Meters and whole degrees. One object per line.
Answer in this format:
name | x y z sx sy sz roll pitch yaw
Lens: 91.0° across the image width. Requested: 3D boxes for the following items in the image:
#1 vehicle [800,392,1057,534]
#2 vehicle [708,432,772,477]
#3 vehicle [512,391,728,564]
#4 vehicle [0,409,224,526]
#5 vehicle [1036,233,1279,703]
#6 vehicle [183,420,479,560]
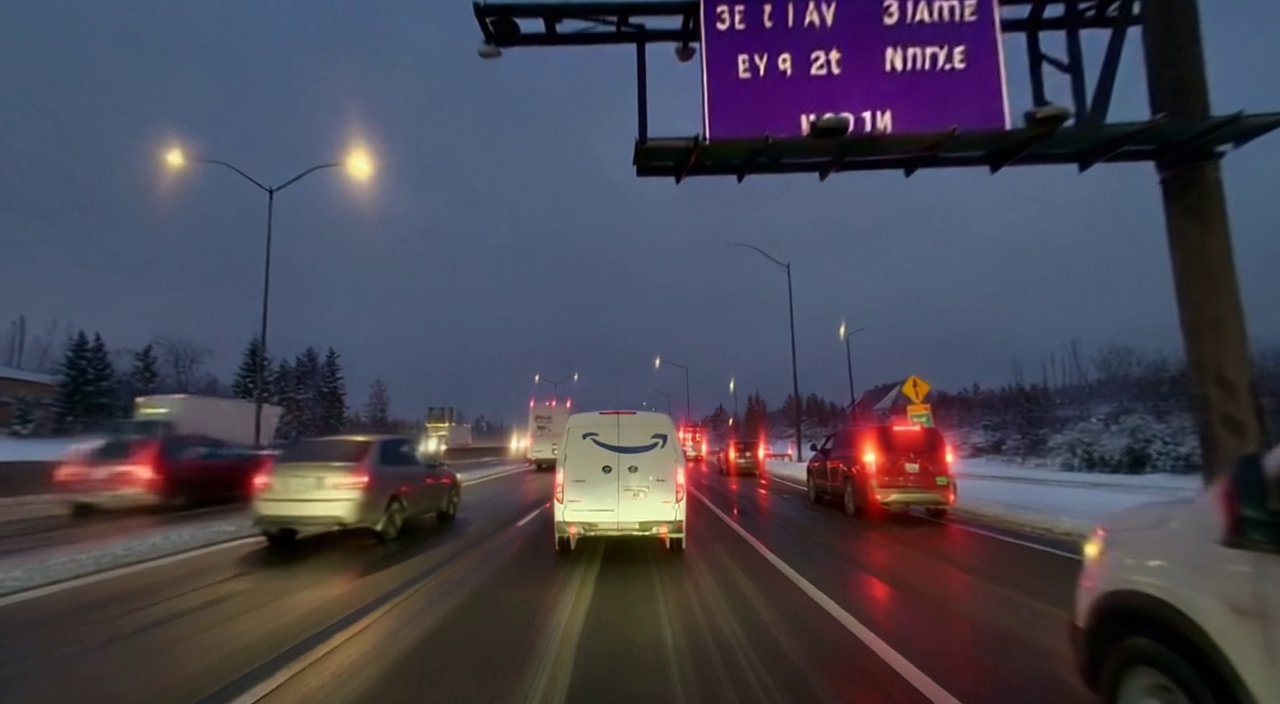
vehicle | 4.818 1.986 11.741 2.179 1.999 5.331 1 -9 -1
vehicle | 4.147 4.342 26.907 2.064 1.720 4.416 0 -8 1
vehicle | -0.207 1.658 8.961 2.287 1.823 4.369 0 -8 0
vehicle | -10.493 2.052 11.704 2.191 1.708 4.784 0 -8 1
vehicle | 2.980 0.390 0.193 2.341 1.890 5.144 0 -9 0
vehicle | -3.949 1.835 9.117 1.983 1.496 4.371 0 -8 1
